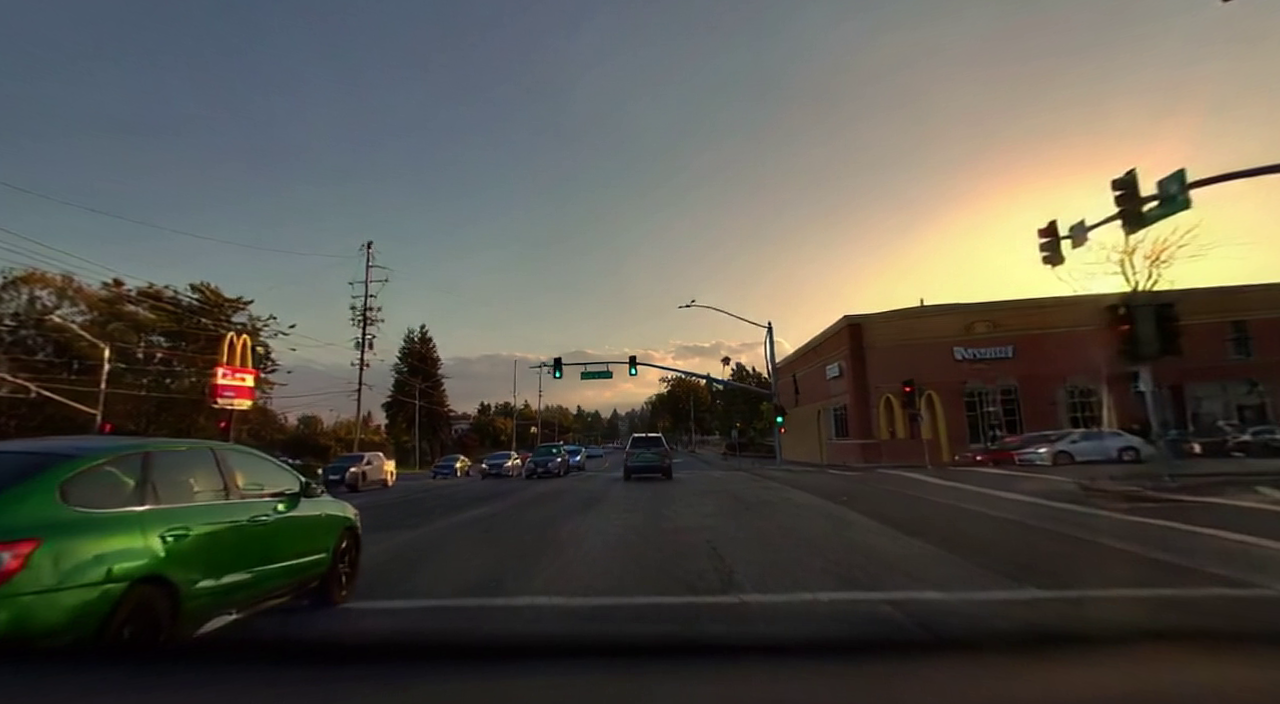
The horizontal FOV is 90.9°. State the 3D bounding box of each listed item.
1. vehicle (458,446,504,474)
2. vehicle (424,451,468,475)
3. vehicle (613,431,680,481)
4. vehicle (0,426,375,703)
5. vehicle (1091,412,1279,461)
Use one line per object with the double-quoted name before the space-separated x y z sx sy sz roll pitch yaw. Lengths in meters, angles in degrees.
"vehicle" -11.250 7.652 45.035 2.022 1.825 4.744 0 -9 0
"vehicle" -15.176 8.687 49.525 1.935 1.691 4.738 0 -9 0
"vehicle" 0.199 4.304 26.369 2.513 1.854 5.235 0 -9 -1
"vehicle" -3.569 1.239 3.887 1.996 1.463 4.094 0 -9 1
"vehicle" 17.420 2.723 20.231 4.430 1.480 1.923 0 -9 -1
